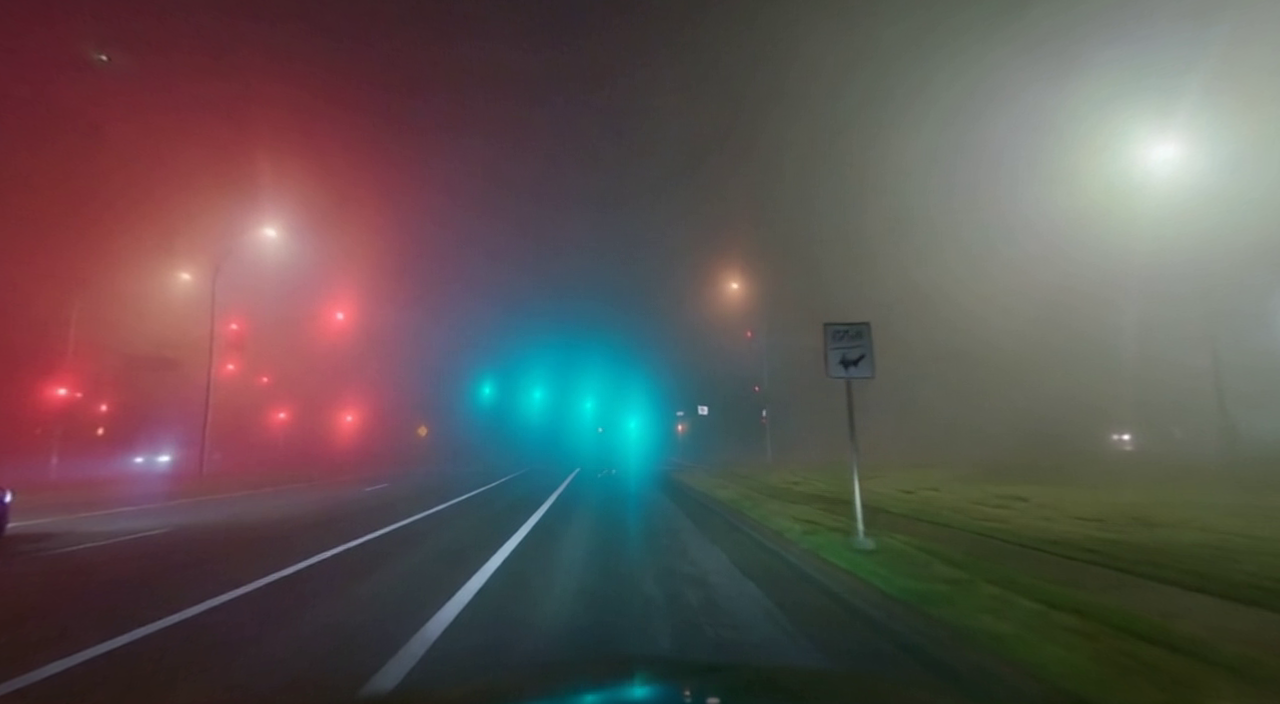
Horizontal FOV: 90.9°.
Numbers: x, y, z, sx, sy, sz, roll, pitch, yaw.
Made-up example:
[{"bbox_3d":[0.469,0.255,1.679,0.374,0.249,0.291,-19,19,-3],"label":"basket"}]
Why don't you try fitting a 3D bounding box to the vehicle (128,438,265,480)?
[{"bbox_3d":[-17.858,4.292,25.705,1.837,1.530,4.570,-2,-8,9],"label":"vehicle"}]
